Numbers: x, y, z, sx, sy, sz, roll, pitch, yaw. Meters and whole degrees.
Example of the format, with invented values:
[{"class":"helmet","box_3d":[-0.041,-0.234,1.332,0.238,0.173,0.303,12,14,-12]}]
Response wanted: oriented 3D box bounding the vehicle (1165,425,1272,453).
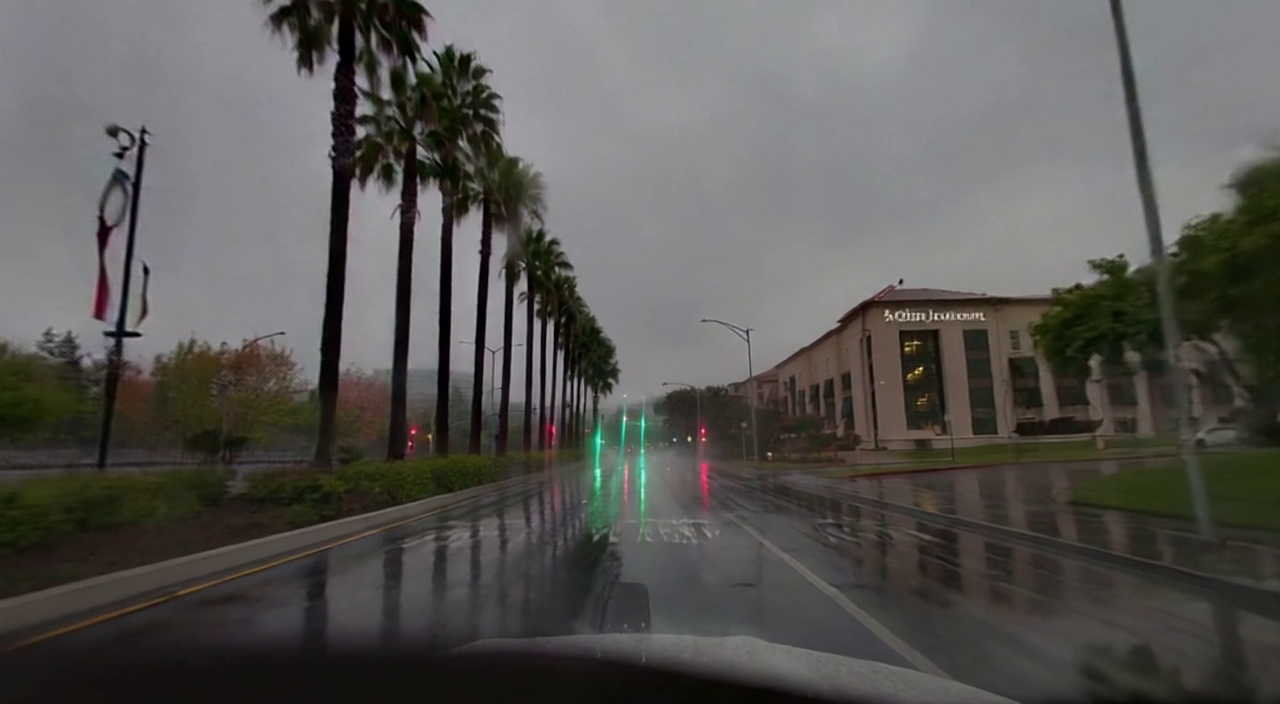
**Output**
[{"class":"vehicle","box_3d":[34.436,5.217,37.723,1.820,1.571,4.697,0,-8,-3]}]
